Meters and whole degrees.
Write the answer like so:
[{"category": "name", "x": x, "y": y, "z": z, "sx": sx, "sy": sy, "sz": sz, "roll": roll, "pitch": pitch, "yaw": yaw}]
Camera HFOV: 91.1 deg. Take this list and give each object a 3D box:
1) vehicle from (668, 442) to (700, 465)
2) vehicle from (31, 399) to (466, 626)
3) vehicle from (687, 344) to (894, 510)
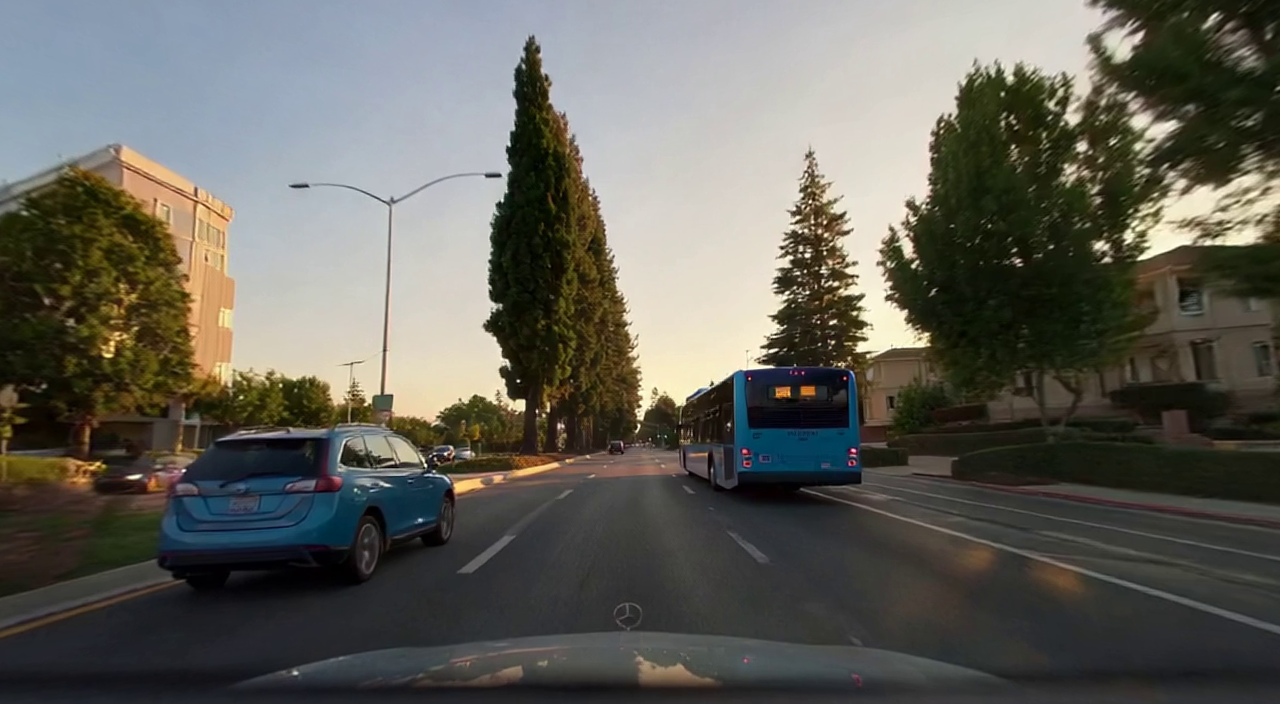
[{"category": "vehicle", "x": 3.068, "y": 7.180, "z": 44.565, "sx": 1.945, "sy": 1.481, "sz": 4.263, "roll": 0, "pitch": -8, "yaw": -1}, {"category": "vehicle", "x": -3.684, "y": 1.574, "z": 7.159, "sx": 2.111, "sy": 1.767, "sz": 4.333, "roll": 0, "pitch": -8, "yaw": 0}, {"category": "vehicle", "x": 3.422, "y": 2.393, "z": 18.804, "sx": 3.072, "sy": 3.278, "sz": 12.747, "roll": 0, "pitch": -8, "yaw": 0}]
